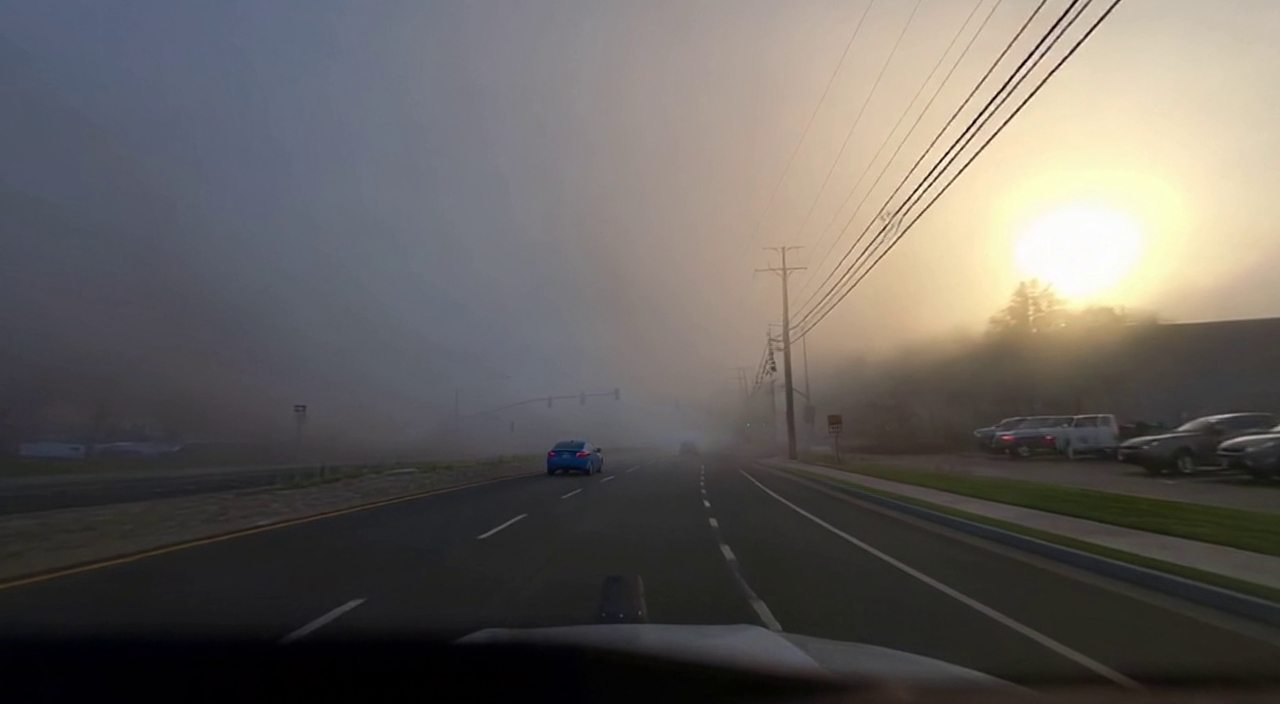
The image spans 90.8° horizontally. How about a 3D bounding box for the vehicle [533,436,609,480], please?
[{"bbox_3d":[-2.490,3.985,24.009,1.928,1.488,4.635,-1,-8,6],"label":"vehicle"}]
